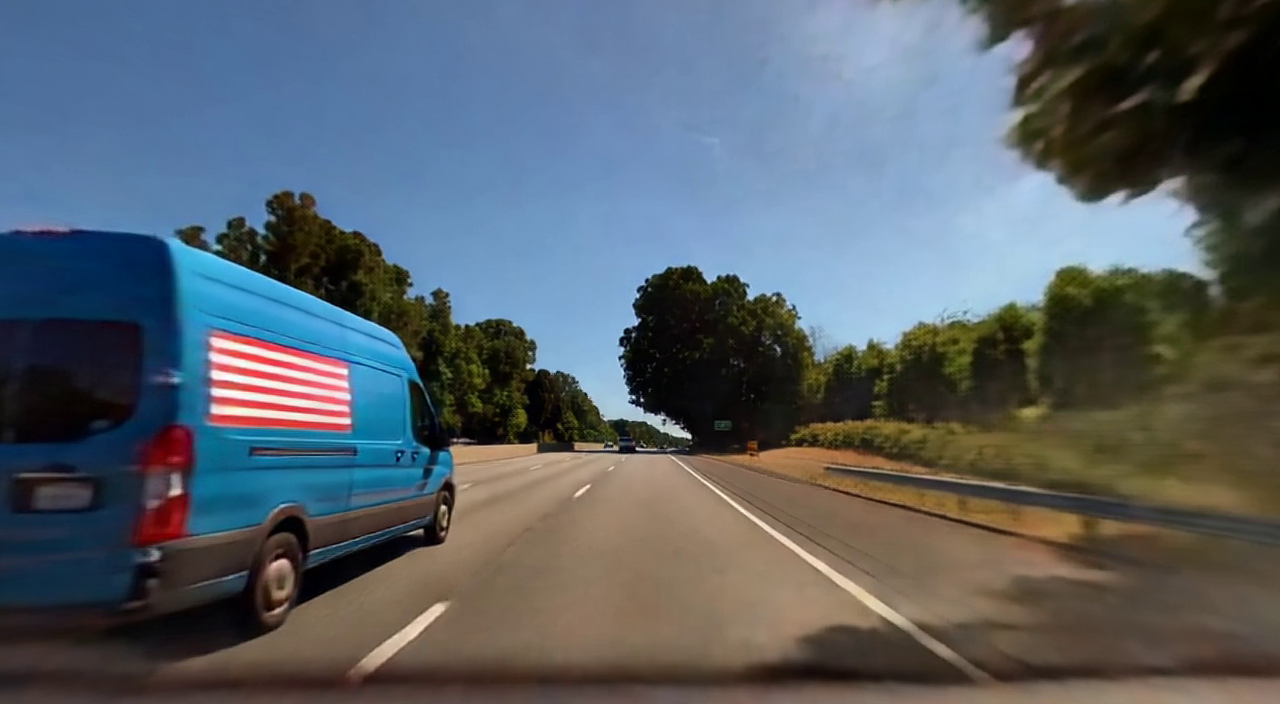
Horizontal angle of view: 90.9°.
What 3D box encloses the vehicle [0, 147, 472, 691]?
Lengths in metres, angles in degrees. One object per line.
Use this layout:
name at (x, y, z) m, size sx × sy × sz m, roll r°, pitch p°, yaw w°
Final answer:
vehicle at (-3.646, 0.684, 6.166) m, size 2.319 × 2.883 × 5.632 m, roll -1°, pitch -8°, yaw 1°
